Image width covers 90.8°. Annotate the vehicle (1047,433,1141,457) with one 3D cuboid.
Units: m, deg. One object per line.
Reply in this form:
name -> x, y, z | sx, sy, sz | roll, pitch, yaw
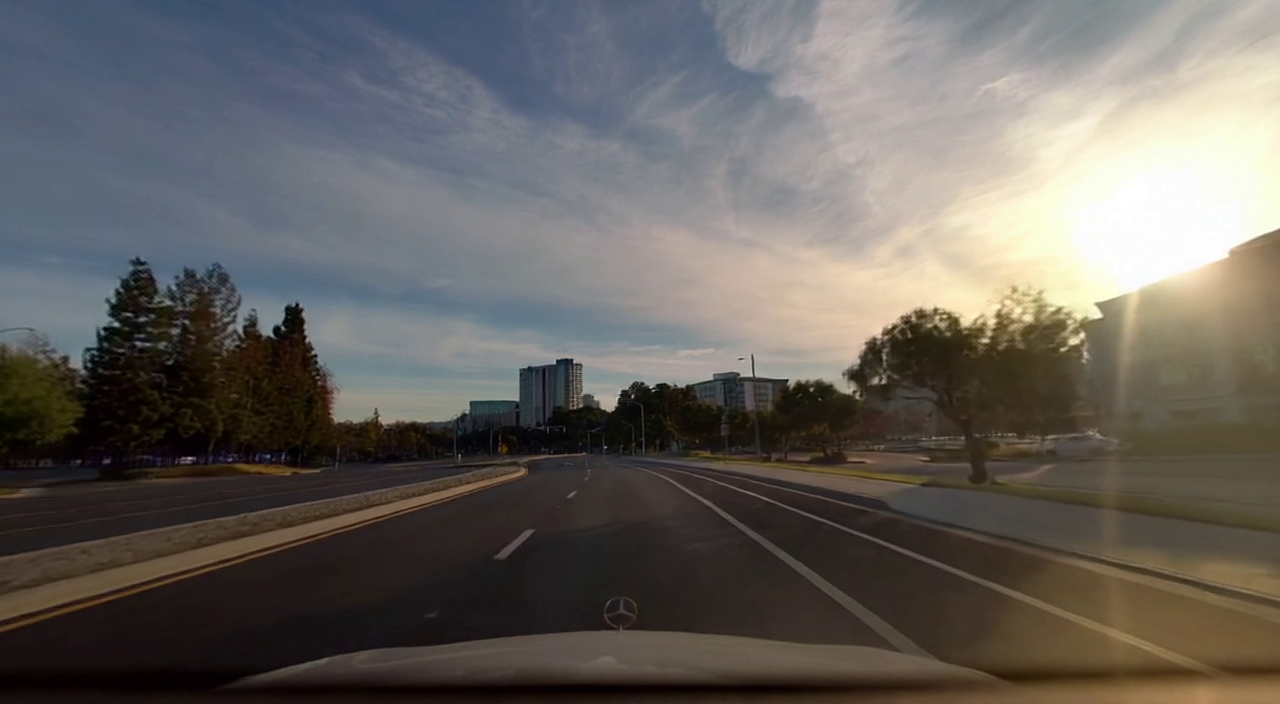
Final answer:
vehicle -> 31.029, 6.336, 43.258 | 5.062, 1.557, 1.988 | 1, -8, -6
